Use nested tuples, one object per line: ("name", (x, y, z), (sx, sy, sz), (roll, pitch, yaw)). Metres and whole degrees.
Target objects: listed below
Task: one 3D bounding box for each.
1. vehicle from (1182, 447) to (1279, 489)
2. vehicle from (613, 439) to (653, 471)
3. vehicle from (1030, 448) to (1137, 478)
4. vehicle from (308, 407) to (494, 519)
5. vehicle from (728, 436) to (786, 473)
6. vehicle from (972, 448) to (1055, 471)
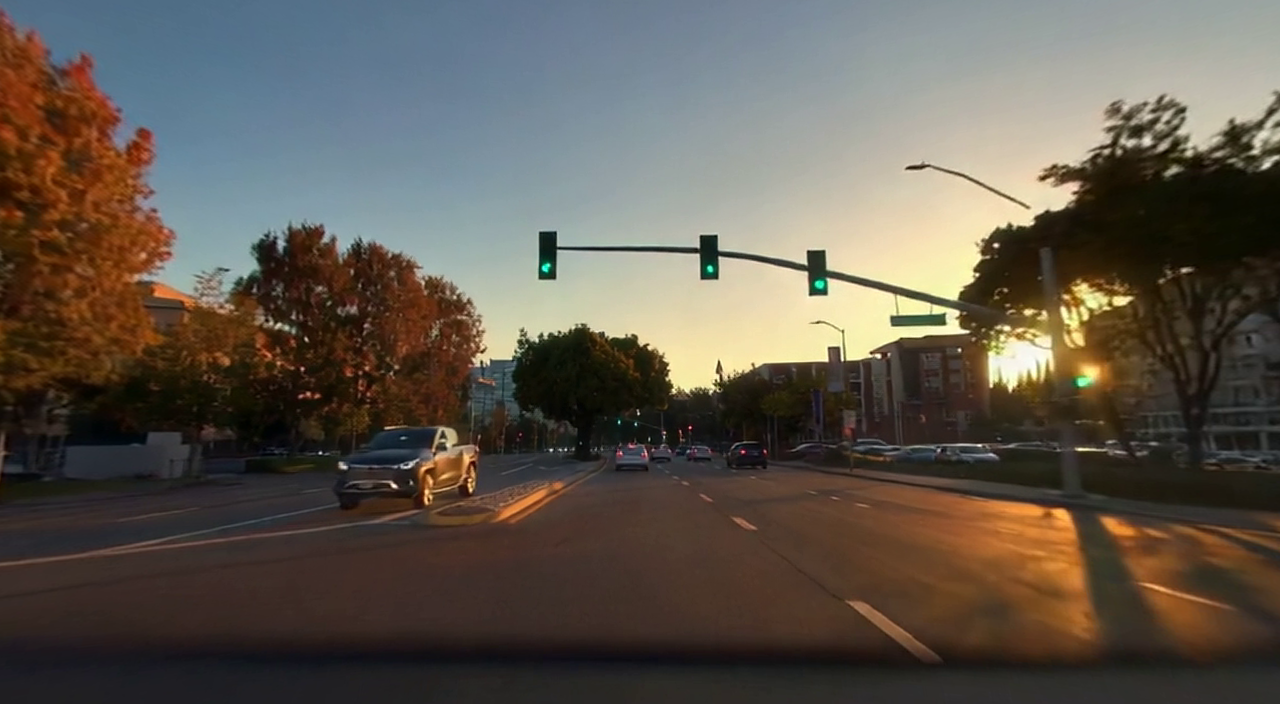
("vehicle", (27.230, 5.119, 28.107), (4.338, 1.727, 2.015), (0, -8, -3))
("vehicle", (-0.438, 5.651, 34.837), (2.101, 1.641, 4.341), (0, -8, -2))
("vehicle", (26.200, 6.520, 37.424), (4.843, 1.628, 2.063), (0, -8, -3))
("vehicle", (-5.210, 2.569, 15.002), (2.145, 2.041, 6.064), (-1, -9, -1))
("vehicle", (6.534, 5.781, 35.950), (2.052, 1.886, 5.297), (0, -8, -2))
("vehicle", (26.543, 7.647, 44.978), (4.556, 1.525, 2.035), (0, -9, -2))
